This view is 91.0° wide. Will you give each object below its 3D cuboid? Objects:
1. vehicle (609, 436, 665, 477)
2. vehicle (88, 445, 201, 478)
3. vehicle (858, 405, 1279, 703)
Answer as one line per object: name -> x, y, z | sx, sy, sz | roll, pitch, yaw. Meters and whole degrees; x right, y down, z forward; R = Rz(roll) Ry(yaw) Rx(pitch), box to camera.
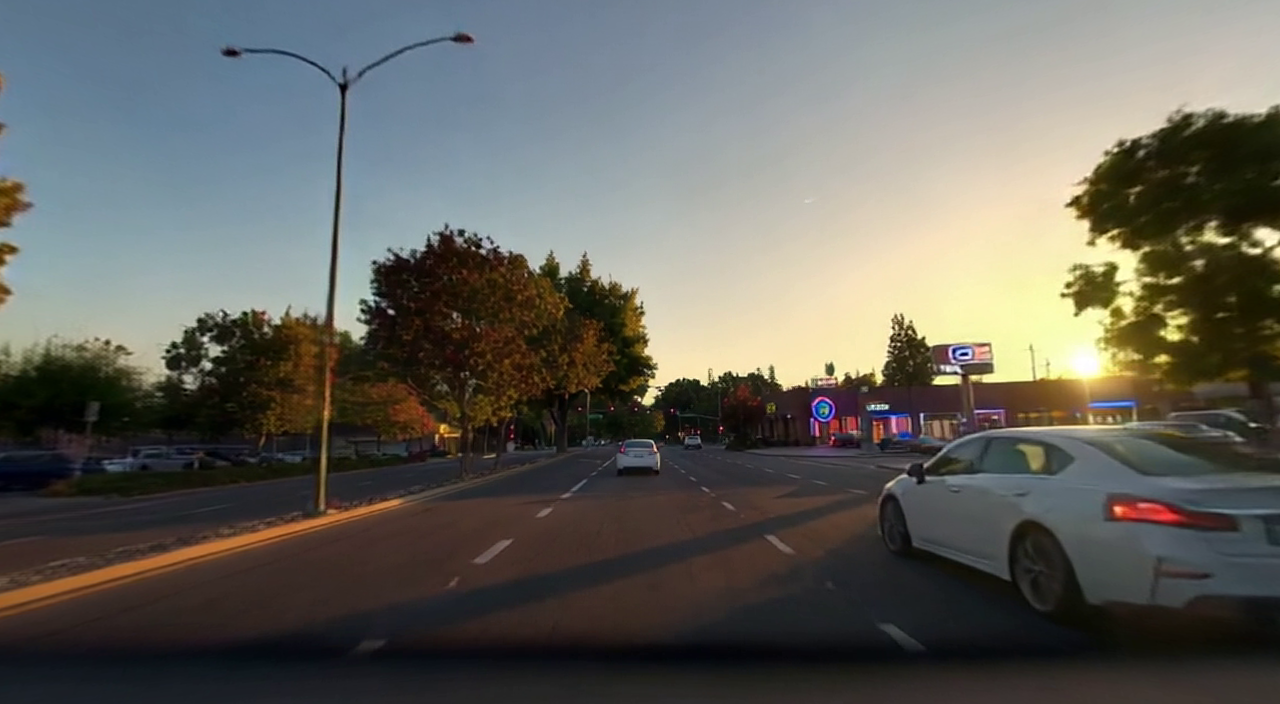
vehicle -> -0.131, 3.996, 24.236 | 1.998, 1.452, 3.773 | 0, -8, -1
vehicle -> -27.235, 6.023, 34.728 | 4.519, 1.712, 1.932 | 0, -8, -1
vehicle -> 3.853, 1.345, 5.507 | 2.153, 1.456, 4.705 | 0, -8, -1
